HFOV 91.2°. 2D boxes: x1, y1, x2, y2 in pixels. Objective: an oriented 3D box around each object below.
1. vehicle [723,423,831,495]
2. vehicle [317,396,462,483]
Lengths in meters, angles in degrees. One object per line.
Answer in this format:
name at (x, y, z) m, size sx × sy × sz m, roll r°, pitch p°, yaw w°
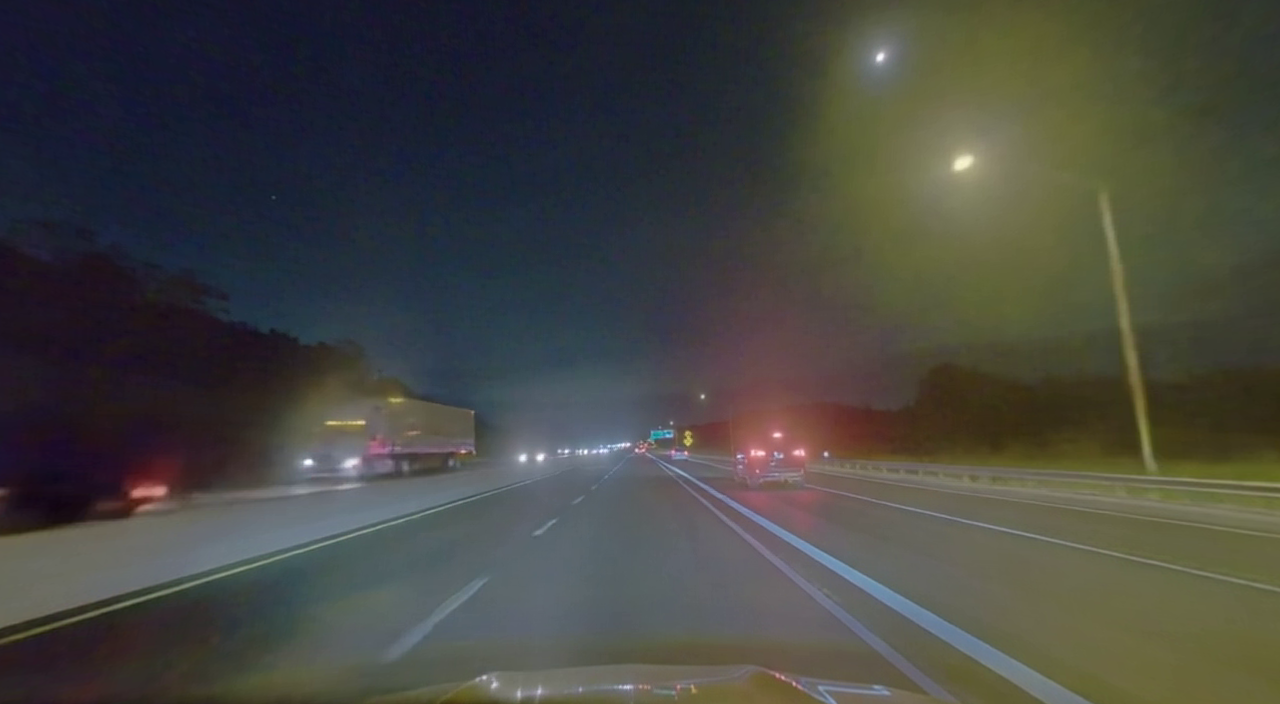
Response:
vehicle at (4.058, 3.298, 19.605) m, size 2.177 × 1.914 × 5.245 m, roll 0°, pitch -9°, yaw 0°
vehicle at (-13.838, 5.236, 36.721) m, size 2.965 × 4.111 × 13.756 m, roll 0°, pitch -9°, yaw -1°
